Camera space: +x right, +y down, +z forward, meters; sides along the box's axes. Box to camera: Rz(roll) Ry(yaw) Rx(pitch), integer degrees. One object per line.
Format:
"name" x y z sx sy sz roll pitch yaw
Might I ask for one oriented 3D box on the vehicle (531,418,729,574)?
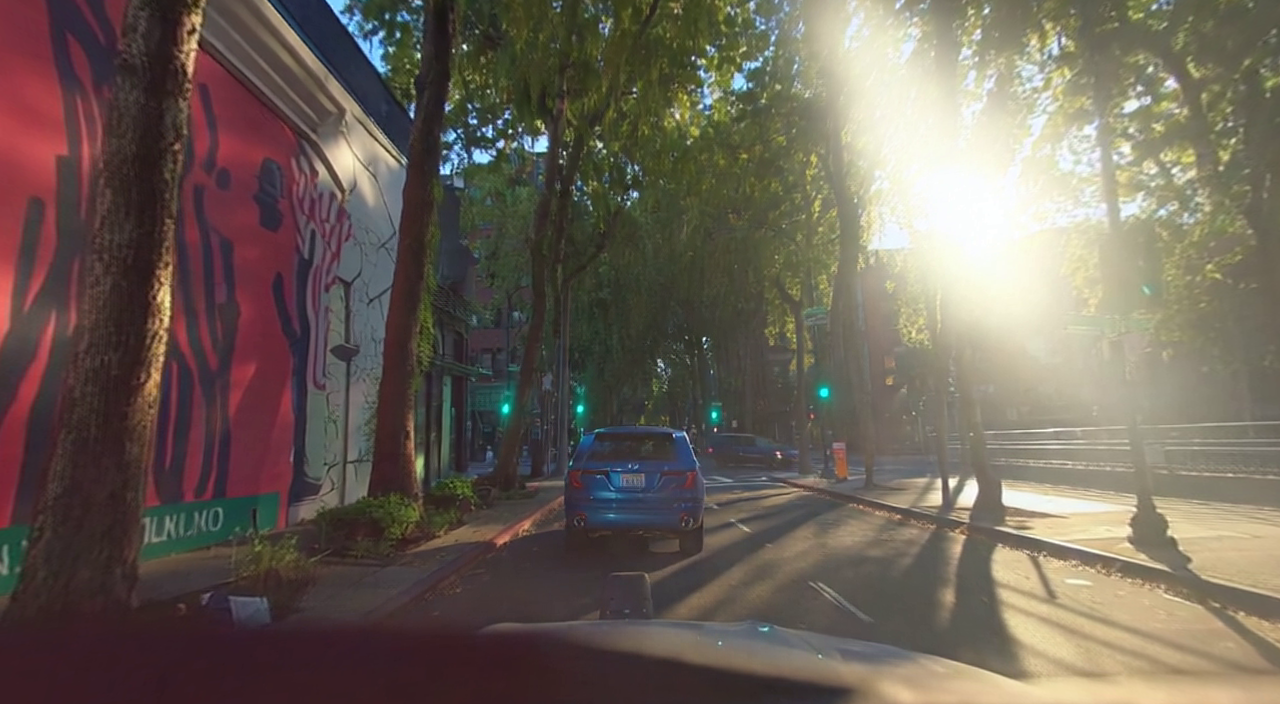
"vehicle" -0.121 1.806 8.658 2.079 1.621 3.861 0 -8 0

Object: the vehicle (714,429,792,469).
"vehicle" 6.531 5.509 35.784 2.448 2.063 5.513 -5 -10 31
